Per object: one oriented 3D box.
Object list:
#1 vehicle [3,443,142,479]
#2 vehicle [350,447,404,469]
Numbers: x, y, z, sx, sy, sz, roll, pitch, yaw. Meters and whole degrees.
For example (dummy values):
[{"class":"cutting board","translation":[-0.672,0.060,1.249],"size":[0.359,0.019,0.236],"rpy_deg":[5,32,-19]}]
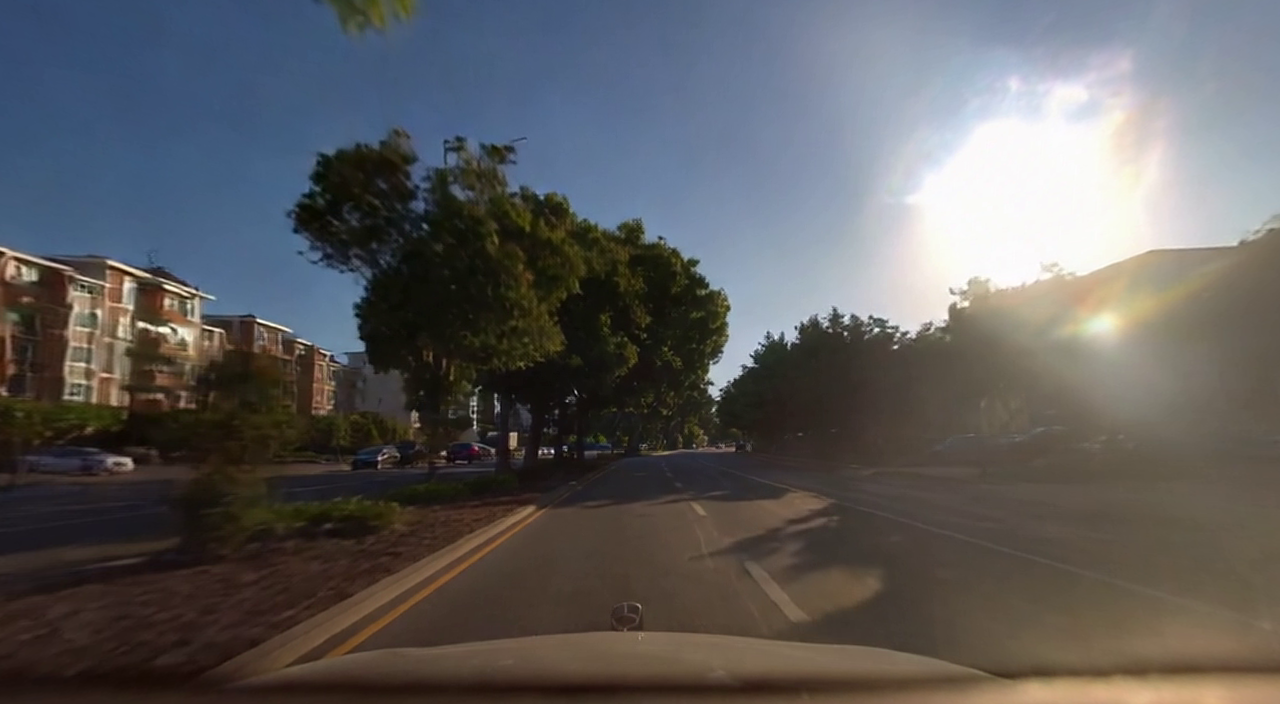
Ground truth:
[{"class":"vehicle","translation":[-32.888,6.313,36.758],"size":[5.722,2.038,2.444],"rpy_deg":[0,-8,1]},{"class":"vehicle","translation":[-18.941,7.622,45.682],"size":[1.880,1.457,4.487],"rpy_deg":[-3,-8,2]}]
